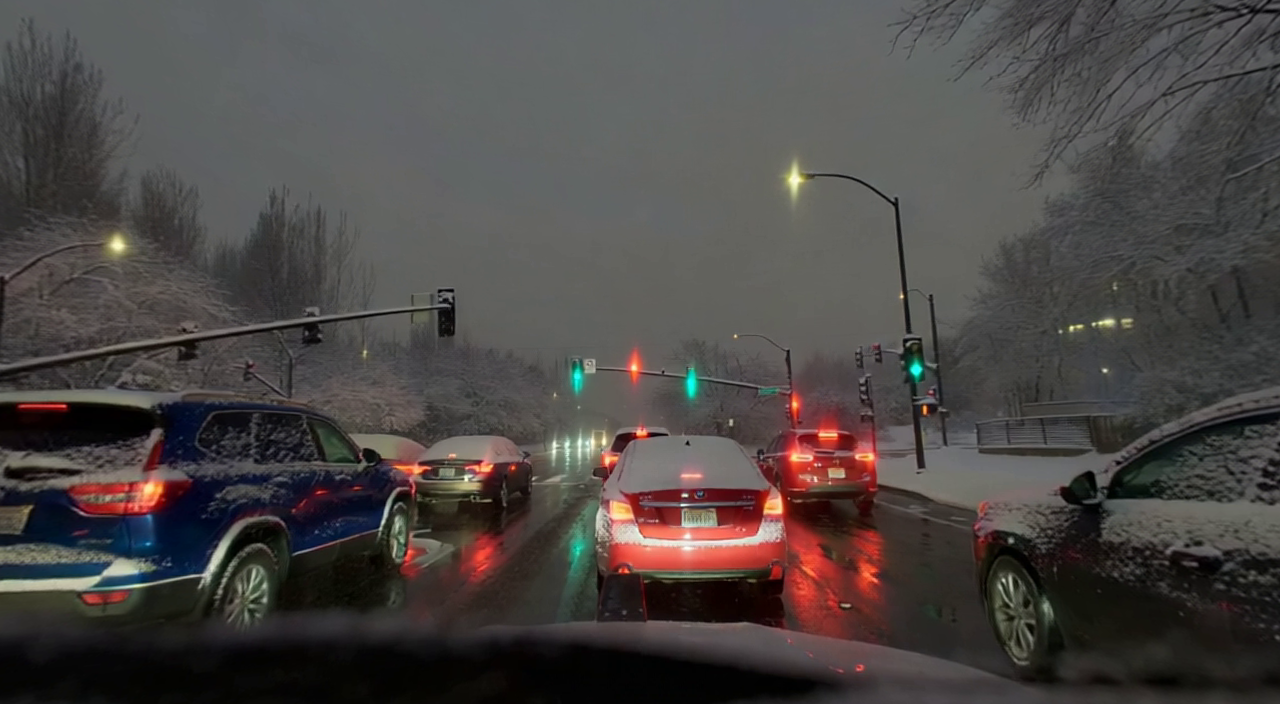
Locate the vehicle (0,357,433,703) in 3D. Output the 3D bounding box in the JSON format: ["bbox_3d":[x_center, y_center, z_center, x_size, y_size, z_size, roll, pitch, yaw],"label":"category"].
[{"bbox_3d":[-3.469,1.217,5.285,1.889,1.767,4.289,0,-8,1],"label":"vehicle"}]

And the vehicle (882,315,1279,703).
[{"bbox_3d":[3.015,0.915,3.048,1.880,1.747,4.500,0,-8,0],"label":"vehicle"}]

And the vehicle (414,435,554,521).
[{"bbox_3d":[-3.075,2.562,13.326,1.868,1.516,4.114,0,-8,1],"label":"vehicle"}]

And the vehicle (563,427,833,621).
[{"bbox_3d":[0.440,1.603,6.809,2.051,1.460,3.932,0,-8,0],"label":"vehicle"}]
